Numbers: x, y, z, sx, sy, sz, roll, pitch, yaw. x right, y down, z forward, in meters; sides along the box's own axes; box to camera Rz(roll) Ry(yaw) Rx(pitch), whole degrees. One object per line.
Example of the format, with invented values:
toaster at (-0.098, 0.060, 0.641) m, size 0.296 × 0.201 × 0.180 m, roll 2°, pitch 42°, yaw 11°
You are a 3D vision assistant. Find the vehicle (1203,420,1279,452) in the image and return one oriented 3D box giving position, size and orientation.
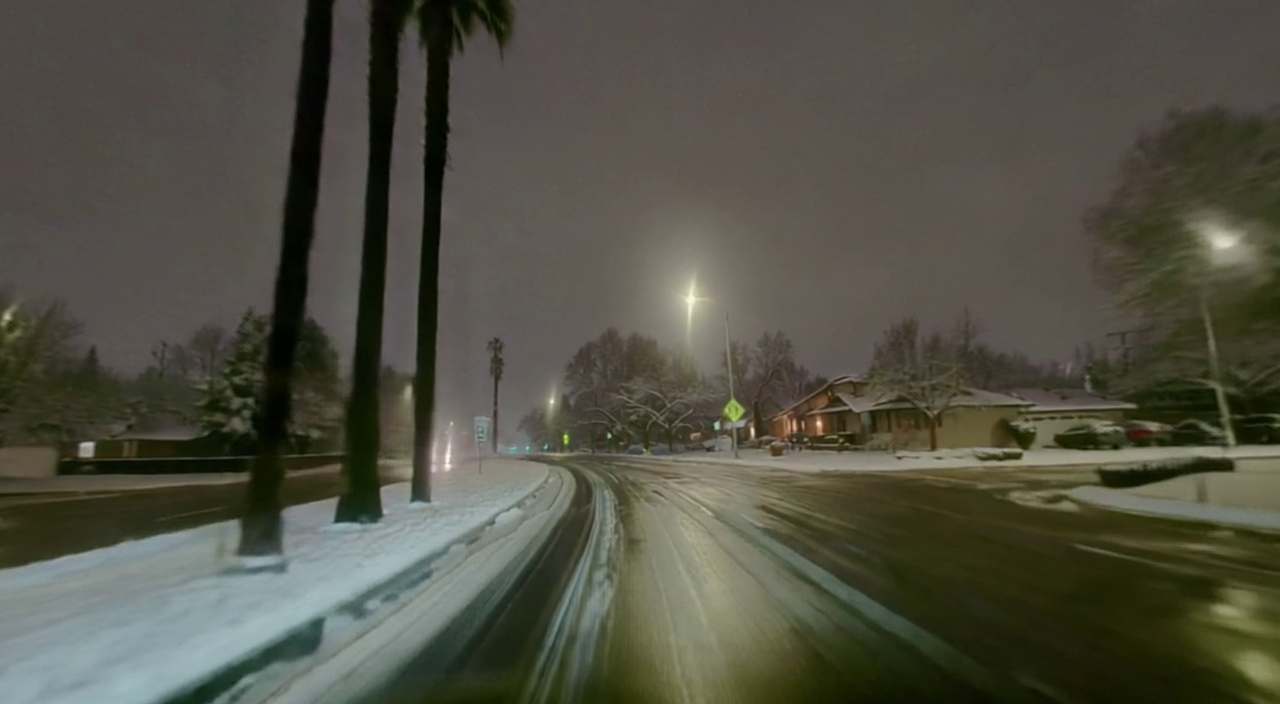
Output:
vehicle at (33.376, 4.599, 34.455) m, size 1.854 × 1.512 × 4.082 m, roll -6°, pitch -10°, yaw 11°

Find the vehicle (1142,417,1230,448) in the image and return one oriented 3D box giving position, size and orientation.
vehicle at (30.636, 4.557, 35.484) m, size 1.798 × 1.621 × 3.735 m, roll -1°, pitch -9°, yaw 6°

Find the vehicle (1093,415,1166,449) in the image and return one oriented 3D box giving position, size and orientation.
vehicle at (26.899, 4.412, 34.826) m, size 1.994 × 1.714 × 4.222 m, roll -2°, pitch -7°, yaw 21°

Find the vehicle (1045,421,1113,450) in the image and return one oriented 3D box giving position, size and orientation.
vehicle at (24.643, 4.684, 35.516) m, size 1.702 × 1.536 × 3.896 m, roll -1°, pitch -7°, yaw 12°
